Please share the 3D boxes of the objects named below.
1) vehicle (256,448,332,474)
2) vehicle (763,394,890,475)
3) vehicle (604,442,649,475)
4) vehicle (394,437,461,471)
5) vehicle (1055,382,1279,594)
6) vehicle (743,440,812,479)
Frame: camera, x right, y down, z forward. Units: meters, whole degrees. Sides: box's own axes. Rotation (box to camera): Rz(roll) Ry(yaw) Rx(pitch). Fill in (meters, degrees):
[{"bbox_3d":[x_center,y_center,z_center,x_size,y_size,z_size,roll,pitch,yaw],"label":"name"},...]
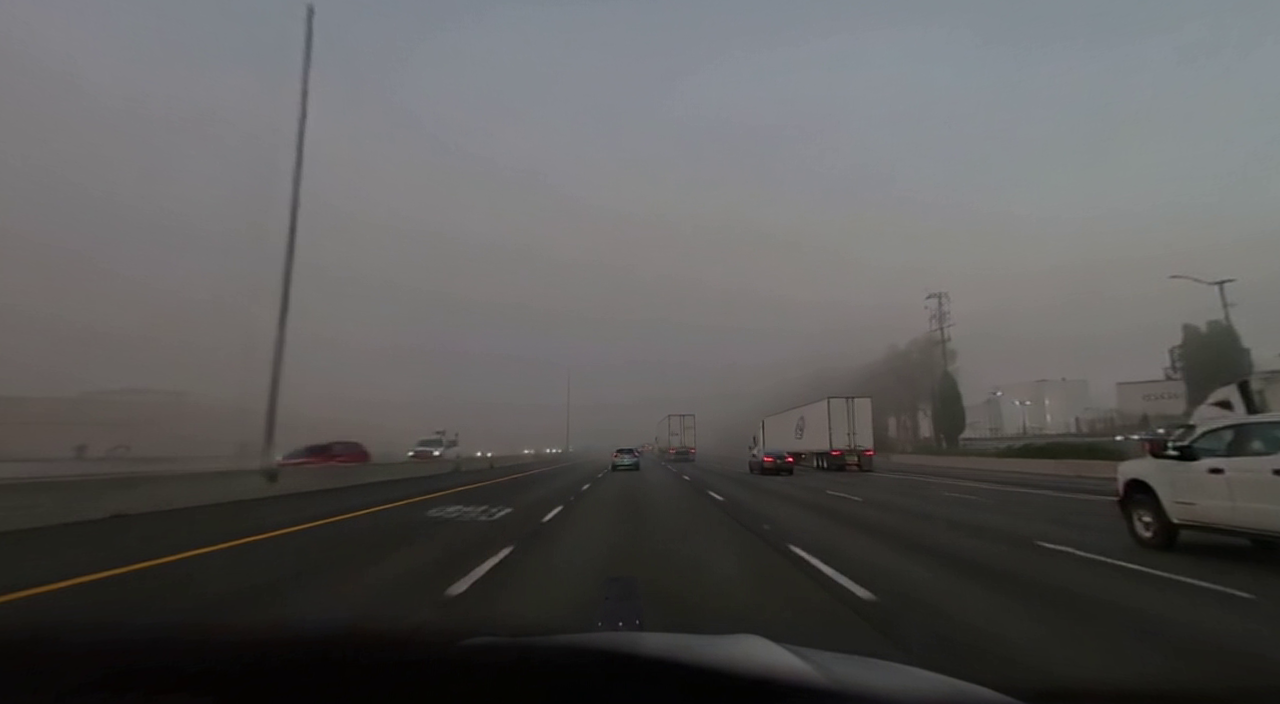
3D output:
[{"bbox_3d":[-20.662,6.518,37.968,1.895,1.457,4.677,0,-9,0],"label":"vehicle"},{"bbox_3d":[11.312,5.589,41.268,2.898,4.171,17.188,0,-9,-1],"label":"vehicle"},{"bbox_3d":[-0.680,5.406,32.183,2.163,1.551,4.180,0,-9,-1],"label":"vehicle"},{"bbox_3d":[-12.896,6.227,38.724,2.179,1.895,5.631,0,-9,-1],"label":"vehicle"},{"bbox_3d":[7.309,1.341,6.320,2.369,2.007,5.700,0,-9,0],"label":"vehicle"},{"bbox_3d":[6.253,4.952,29.304,2.154,1.658,4.347,0,-9,0],"label":"vehicle"}]
